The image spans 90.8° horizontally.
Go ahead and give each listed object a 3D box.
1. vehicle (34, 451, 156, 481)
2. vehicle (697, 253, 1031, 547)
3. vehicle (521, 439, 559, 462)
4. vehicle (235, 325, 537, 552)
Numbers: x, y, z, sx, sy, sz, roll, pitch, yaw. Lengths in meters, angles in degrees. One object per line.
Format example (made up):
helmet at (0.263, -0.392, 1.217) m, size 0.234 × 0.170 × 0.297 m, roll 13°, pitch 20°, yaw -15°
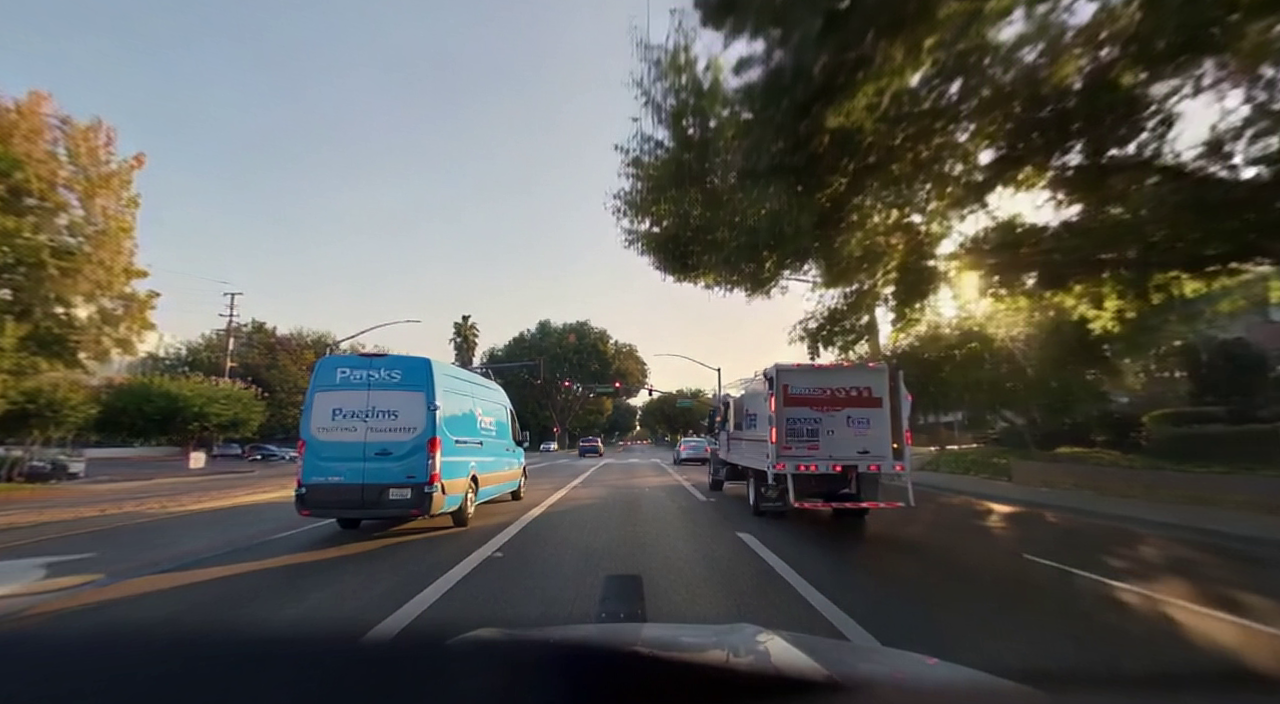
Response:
vehicle at (-31.337, 6.557, 36.568) m, size 4.955 × 1.514 × 1.973 m, roll 4°, pitch -9°, yaw -29°
vehicle at (3.067, 1.252, 12.469) m, size 2.861 × 3.525 × 9.858 m, roll 0°, pitch -9°, yaw -1°
vehicle at (-6.748, 6.723, 43.068) m, size 1.958 × 1.491 × 4.155 m, roll 0°, pitch -9°, yaw 0°
vehicle at (-3.645, 1.529, 11.069) m, size 2.443 × 2.784 × 6.493 m, roll 0°, pitch -9°, yaw 1°
